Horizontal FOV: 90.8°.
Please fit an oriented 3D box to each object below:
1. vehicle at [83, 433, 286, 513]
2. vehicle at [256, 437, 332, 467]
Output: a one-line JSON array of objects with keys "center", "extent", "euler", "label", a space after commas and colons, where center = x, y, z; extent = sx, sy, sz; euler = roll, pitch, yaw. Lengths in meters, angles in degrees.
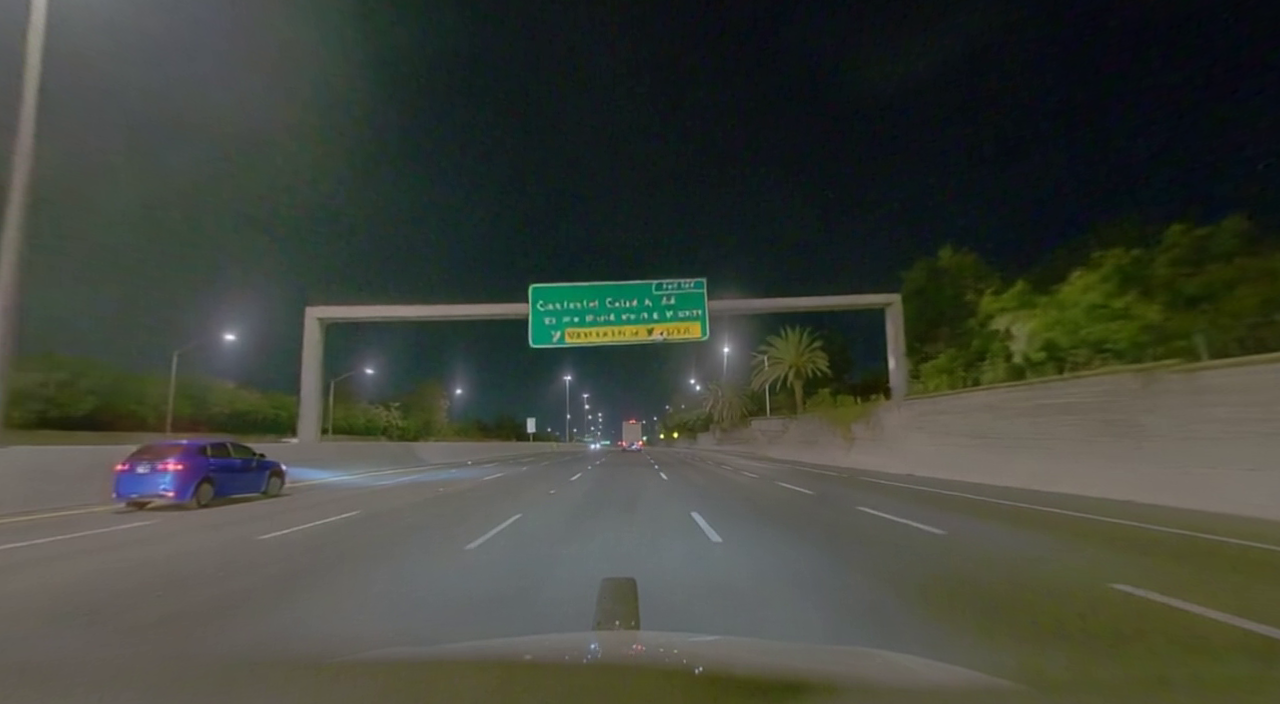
[{"center": [-10.731, 2.841, 15.361], "extent": [1.897, 1.653, 4.113], "euler": [0, -8, -1], "label": "vehicle"}, {"center": [-23.534, 6.820, 43.287], "extent": [2.127, 1.901, 5.585], "euler": [0, -8, -1], "label": "vehicle"}]
